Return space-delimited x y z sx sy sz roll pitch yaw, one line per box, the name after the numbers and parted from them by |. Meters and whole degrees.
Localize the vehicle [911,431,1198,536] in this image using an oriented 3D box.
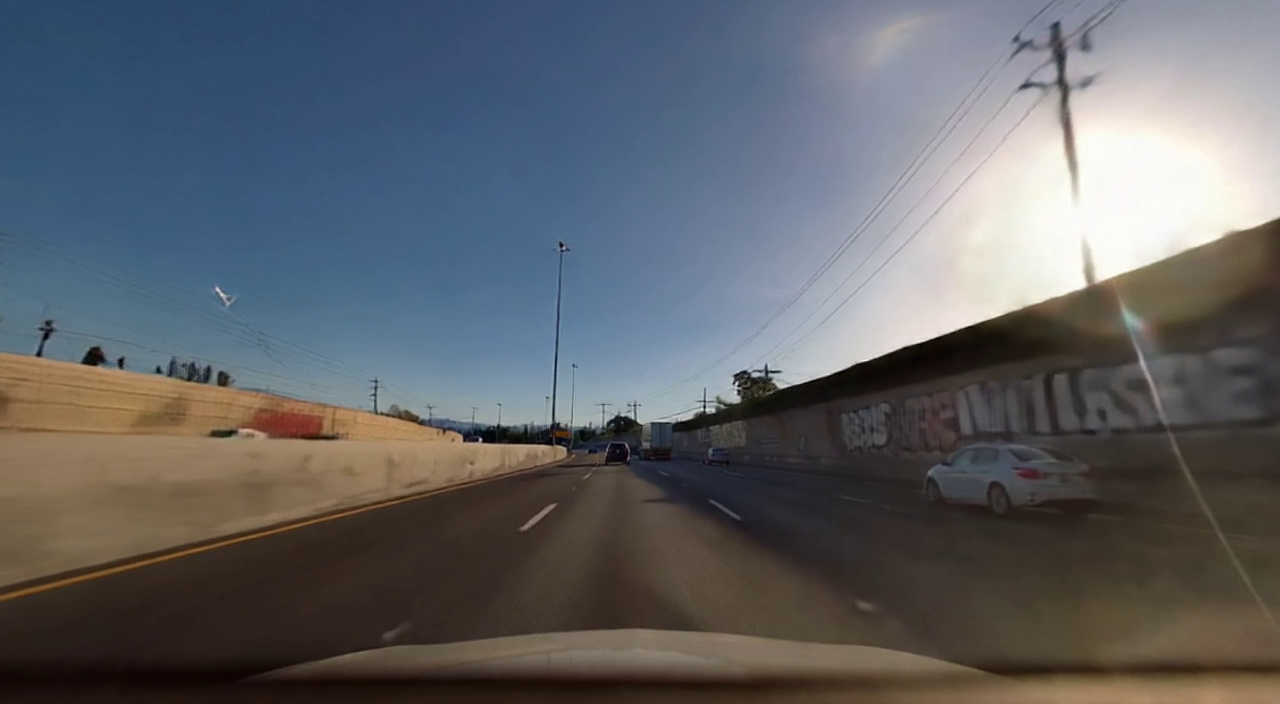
7.071 2.276 11.602 2.032 1.525 4.631 0 -9 -1 | vehicle

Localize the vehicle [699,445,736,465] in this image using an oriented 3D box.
5.964 8.004 49.345 2.018 1.451 4.762 1 -9 -4 | vehicle

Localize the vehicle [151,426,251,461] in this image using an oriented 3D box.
-21.353 4.498 30.947 1.878 1.566 4.240 0 -9 -1 | vehicle

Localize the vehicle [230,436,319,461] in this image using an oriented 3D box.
-17.803 4.731 31.009 1.812 1.123 4.446 0 -9 -1 | vehicle

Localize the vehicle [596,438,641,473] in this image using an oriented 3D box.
-1.122 5.380 33.007 2.191 1.685 3.353 0 -9 -2 | vehicle
